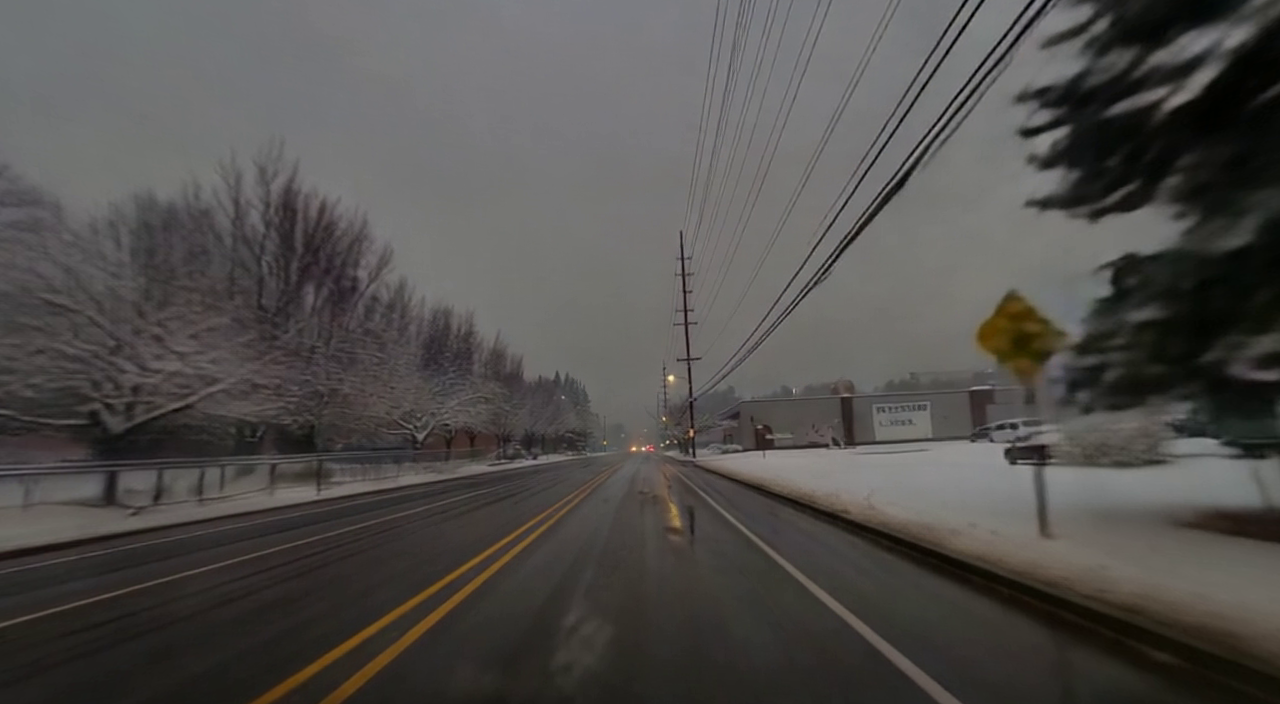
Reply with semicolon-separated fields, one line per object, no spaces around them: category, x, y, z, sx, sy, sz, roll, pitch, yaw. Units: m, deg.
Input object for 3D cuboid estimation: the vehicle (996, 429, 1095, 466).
vehicle;18.618;4.421;29.164;1.875;1.440;3.925;-4;-8;0
